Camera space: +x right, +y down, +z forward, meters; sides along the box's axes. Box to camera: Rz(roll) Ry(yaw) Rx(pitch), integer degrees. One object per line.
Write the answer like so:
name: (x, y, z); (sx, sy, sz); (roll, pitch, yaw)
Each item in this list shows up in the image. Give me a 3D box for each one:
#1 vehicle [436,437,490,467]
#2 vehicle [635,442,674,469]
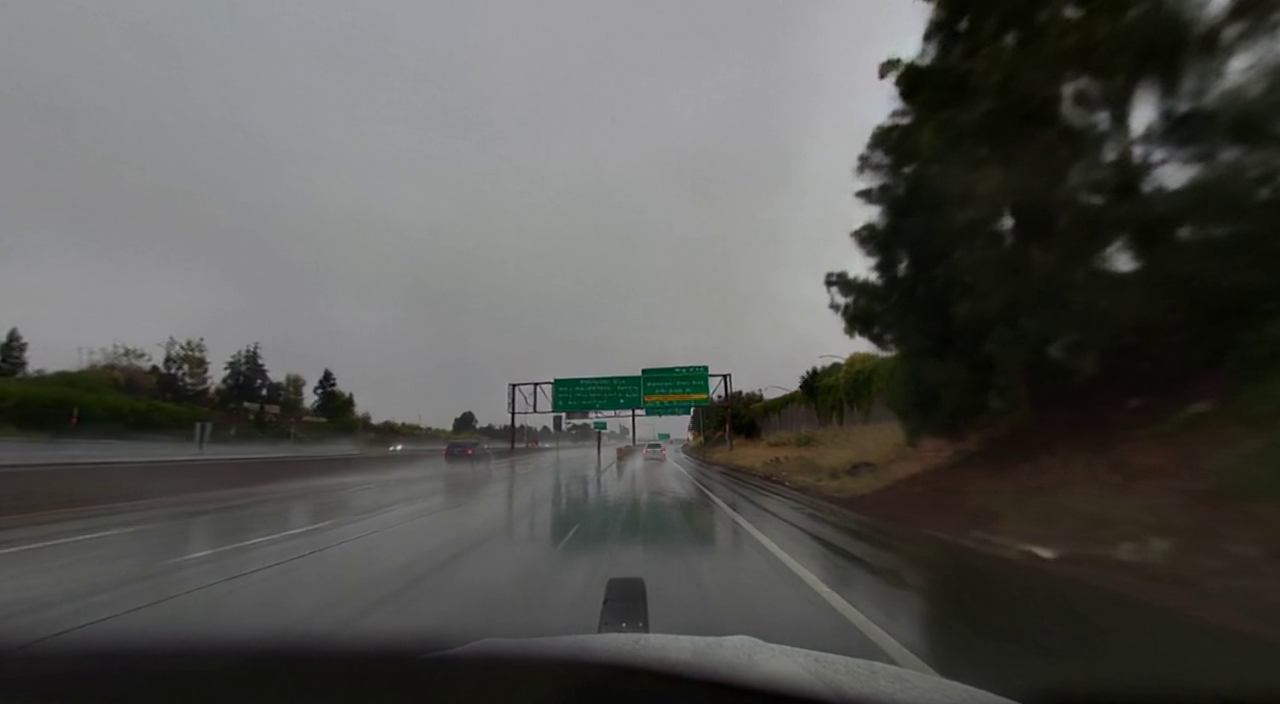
vehicle: (-11.547, 6.548, 41.512); (2.246, 1.812, 4.740); (0, -8, -1)
vehicle: (0.848, 5.998, 36.799); (2.137, 1.461, 3.999); (-1, -8, 1)
